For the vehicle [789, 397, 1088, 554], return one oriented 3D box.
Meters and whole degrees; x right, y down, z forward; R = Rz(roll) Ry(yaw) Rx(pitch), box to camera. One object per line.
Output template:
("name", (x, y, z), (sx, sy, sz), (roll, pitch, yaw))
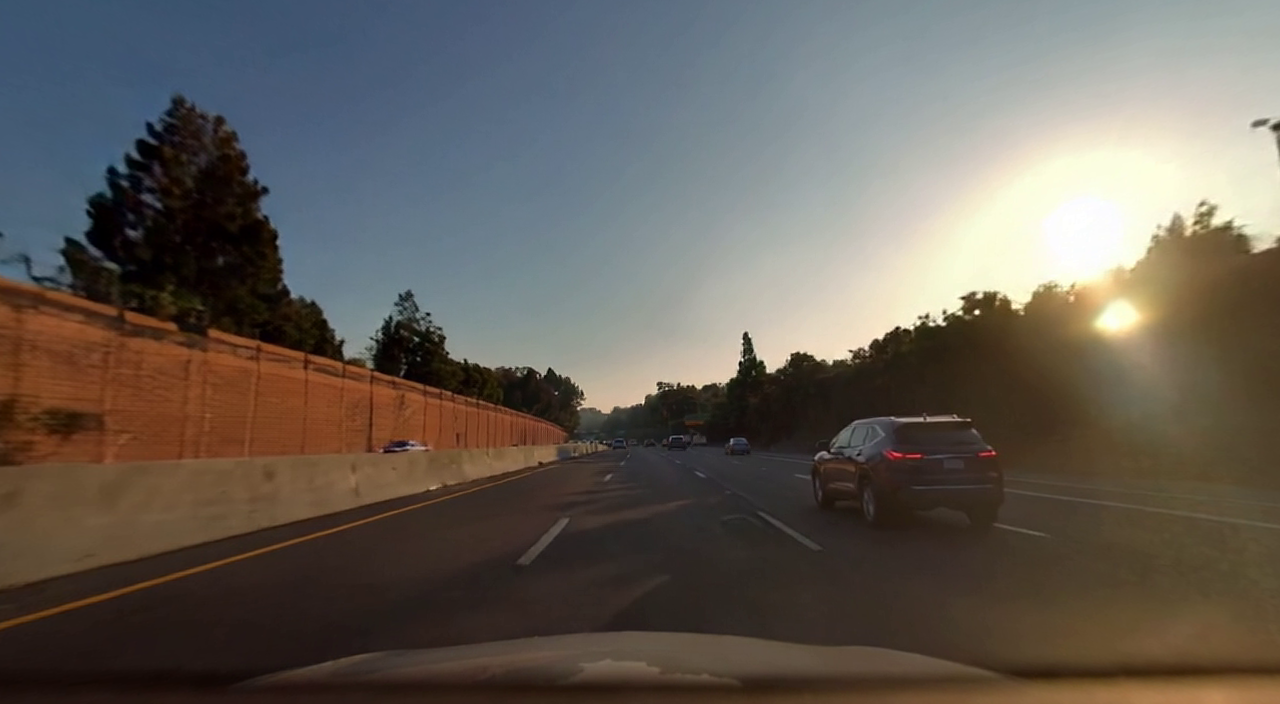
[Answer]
("vehicle", (3.972, 1.750, 9.587), (2.190, 1.783, 4.637), (0, -8, -1))
